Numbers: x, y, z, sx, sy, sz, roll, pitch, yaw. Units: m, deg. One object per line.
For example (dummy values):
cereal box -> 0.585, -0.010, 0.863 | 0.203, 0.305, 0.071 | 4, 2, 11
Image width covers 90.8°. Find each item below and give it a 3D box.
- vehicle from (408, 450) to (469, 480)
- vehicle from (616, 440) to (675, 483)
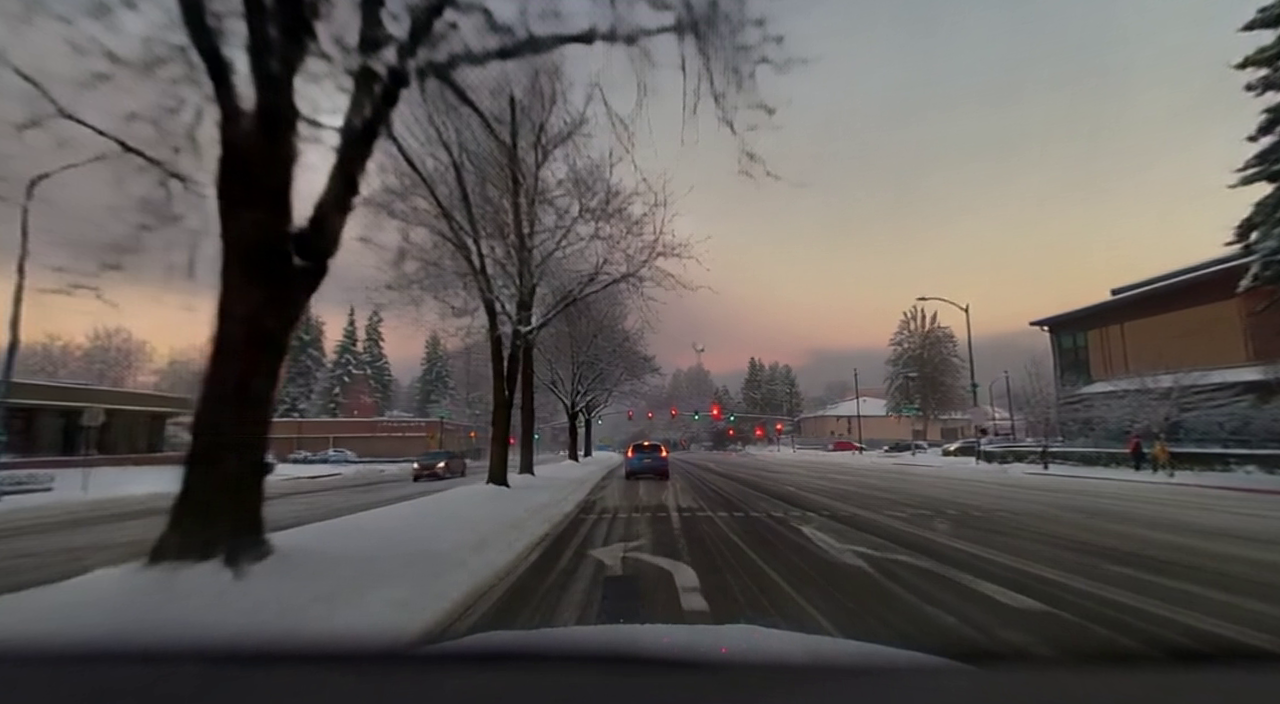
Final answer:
vehicle -> -11.054, 6.207, 35.002 | 1.907, 1.485, 4.293 | 0, -9, 1
vehicle -> 0.171, 4.141, 24.116 | 2.064, 1.477, 3.968 | 0, -9, 0
